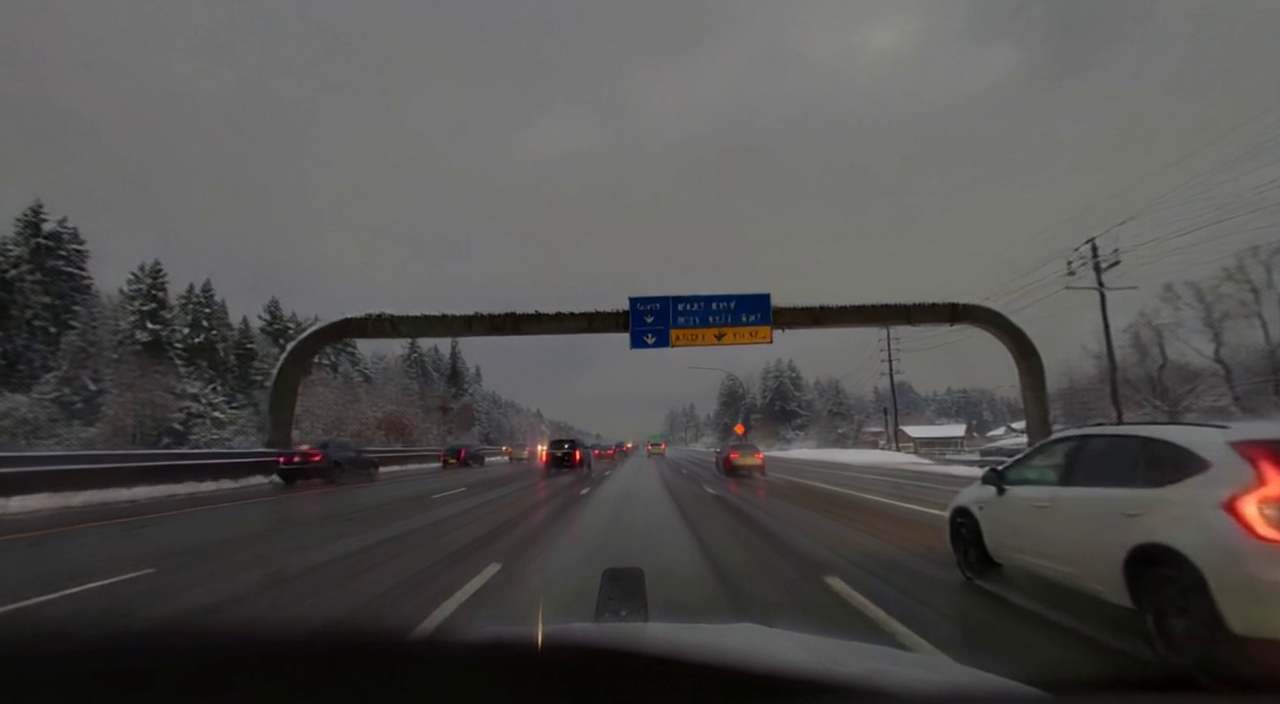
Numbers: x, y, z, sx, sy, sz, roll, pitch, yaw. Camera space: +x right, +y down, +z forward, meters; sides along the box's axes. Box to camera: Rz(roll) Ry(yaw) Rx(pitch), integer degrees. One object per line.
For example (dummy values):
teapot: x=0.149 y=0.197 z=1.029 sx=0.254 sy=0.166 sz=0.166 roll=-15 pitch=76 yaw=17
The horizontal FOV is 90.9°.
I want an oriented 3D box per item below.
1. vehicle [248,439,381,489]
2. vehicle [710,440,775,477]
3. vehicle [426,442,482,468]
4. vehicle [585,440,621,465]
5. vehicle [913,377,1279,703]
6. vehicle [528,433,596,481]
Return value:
vehicle: x=-10.654 y=3.687 z=21.131 sx=1.926 sy=1.479 sz=4.688 roll=0 pitch=-8 yaw=1
vehicle: x=4.405 y=4.643 z=27.761 sx=2.022 sy=1.472 sz=4.678 roll=0 pitch=-8 yaw=-1
vehicle: x=-10.949 y=6.084 z=37.446 sx=1.877 sy=1.458 sz=4.543 roll=0 pitch=-8 yaw=1
vehicle: x=-2.520 y=7.028 z=44.388 sx=2.133 sy=1.668 sz=4.505 roll=0 pitch=-8 yaw=2
vehicle: x=3.784 y=1.106 z=4.111 sx=2.036 sy=1.580 sz=4.360 roll=0 pitch=-8 yaw=0
vehicle: x=-3.099 y=4.272 z=26.027 sx=2.133 sy=1.775 sz=4.530 roll=0 pitch=-8 yaw=1
